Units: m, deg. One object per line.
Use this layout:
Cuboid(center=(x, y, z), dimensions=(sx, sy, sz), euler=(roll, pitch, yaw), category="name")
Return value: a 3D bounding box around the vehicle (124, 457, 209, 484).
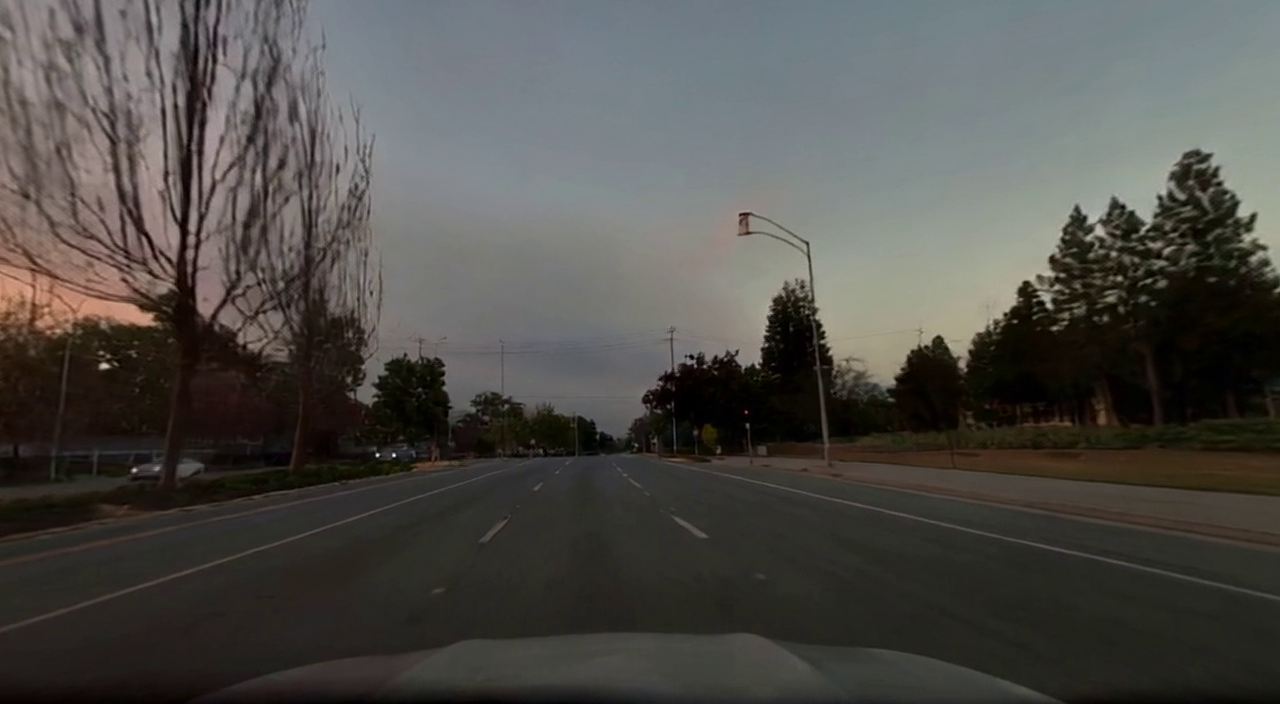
Cuboid(center=(-31.580, 7.902, 42.370), dimensions=(2.089, 1.556, 4.961), euler=(0, -9, -4), category="vehicle")
